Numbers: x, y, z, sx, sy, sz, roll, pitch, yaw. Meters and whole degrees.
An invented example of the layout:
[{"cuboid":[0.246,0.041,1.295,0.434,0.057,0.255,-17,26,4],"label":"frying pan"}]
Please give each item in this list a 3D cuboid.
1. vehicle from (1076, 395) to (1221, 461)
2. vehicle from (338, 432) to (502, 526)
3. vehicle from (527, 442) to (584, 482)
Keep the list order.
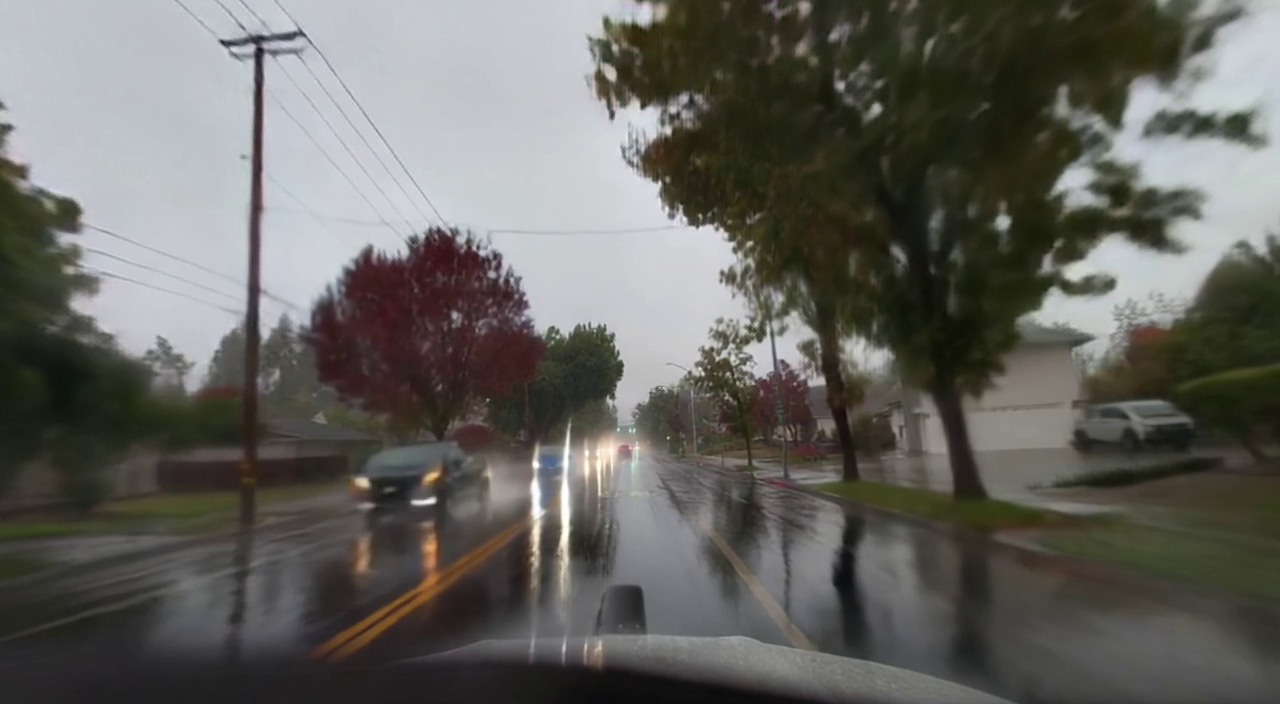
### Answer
[{"cuboid":[16.995,2.668,21.503,2.068,1.963,5.037,-3,-9,18],"label":"vehicle"},{"cuboid":[-5.010,2.952,15.392,2.059,1.840,5.317,0,-9,0],"label":"vehicle"},{"cuboid":[-3.779,5.018,29.129,2.090,1.689,4.232,0,-9,-1],"label":"vehicle"}]
